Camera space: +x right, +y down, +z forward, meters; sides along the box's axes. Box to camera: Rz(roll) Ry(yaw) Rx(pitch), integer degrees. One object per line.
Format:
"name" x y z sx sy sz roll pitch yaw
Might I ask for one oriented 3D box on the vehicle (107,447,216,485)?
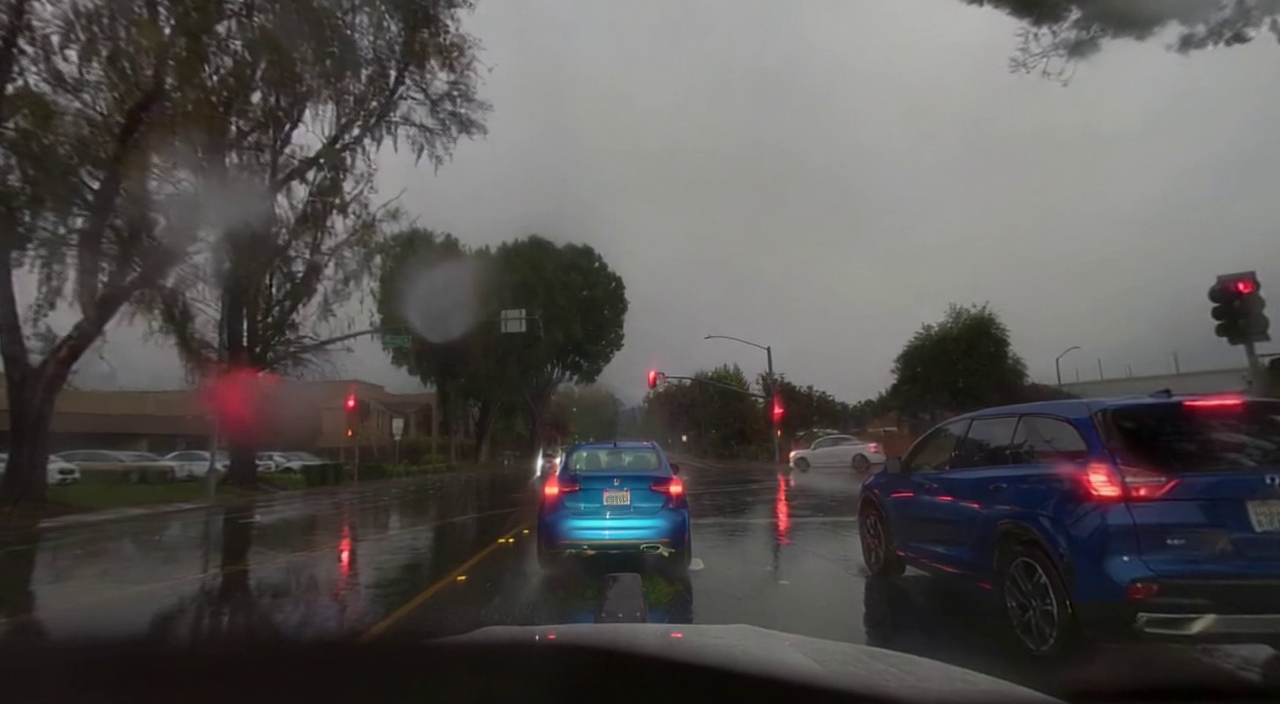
"vehicle" -28.609 6.824 38.031 4.943 2.110 2.217 5 -10 -32

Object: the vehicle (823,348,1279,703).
"vehicle" 3.188 1.179 5.175 2.046 1.768 4.370 0 -9 0

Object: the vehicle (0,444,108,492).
"vehicle" -28.494 5.365 29.488 5.119 2.119 2.199 5 -10 -31

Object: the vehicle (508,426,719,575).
"vehicle" -0.331 1.893 8.952 2.177 1.512 4.682 0 -9 -1
